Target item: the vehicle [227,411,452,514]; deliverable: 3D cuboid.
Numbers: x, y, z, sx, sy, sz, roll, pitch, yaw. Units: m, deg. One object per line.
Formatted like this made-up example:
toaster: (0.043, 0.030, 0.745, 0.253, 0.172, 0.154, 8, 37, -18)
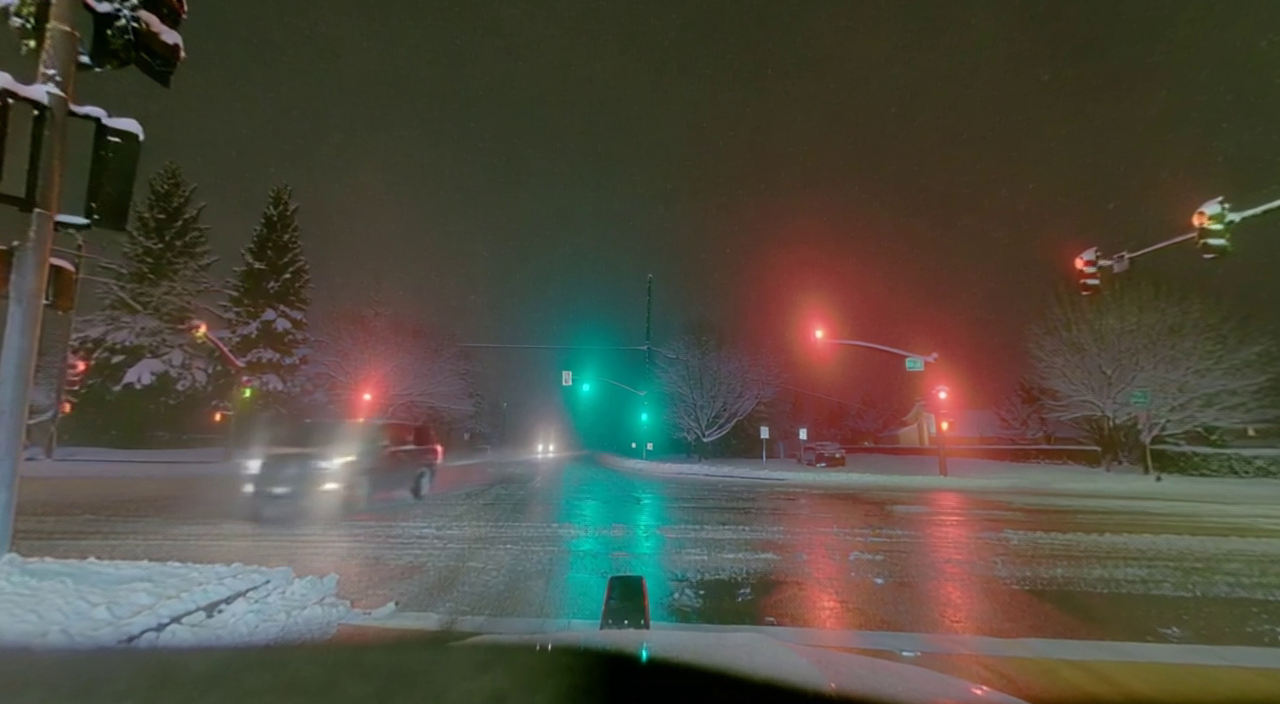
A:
vehicle: (-6.093, 2.337, 13.838, 2.234, 1.796, 5.416, 0, -8, 0)
